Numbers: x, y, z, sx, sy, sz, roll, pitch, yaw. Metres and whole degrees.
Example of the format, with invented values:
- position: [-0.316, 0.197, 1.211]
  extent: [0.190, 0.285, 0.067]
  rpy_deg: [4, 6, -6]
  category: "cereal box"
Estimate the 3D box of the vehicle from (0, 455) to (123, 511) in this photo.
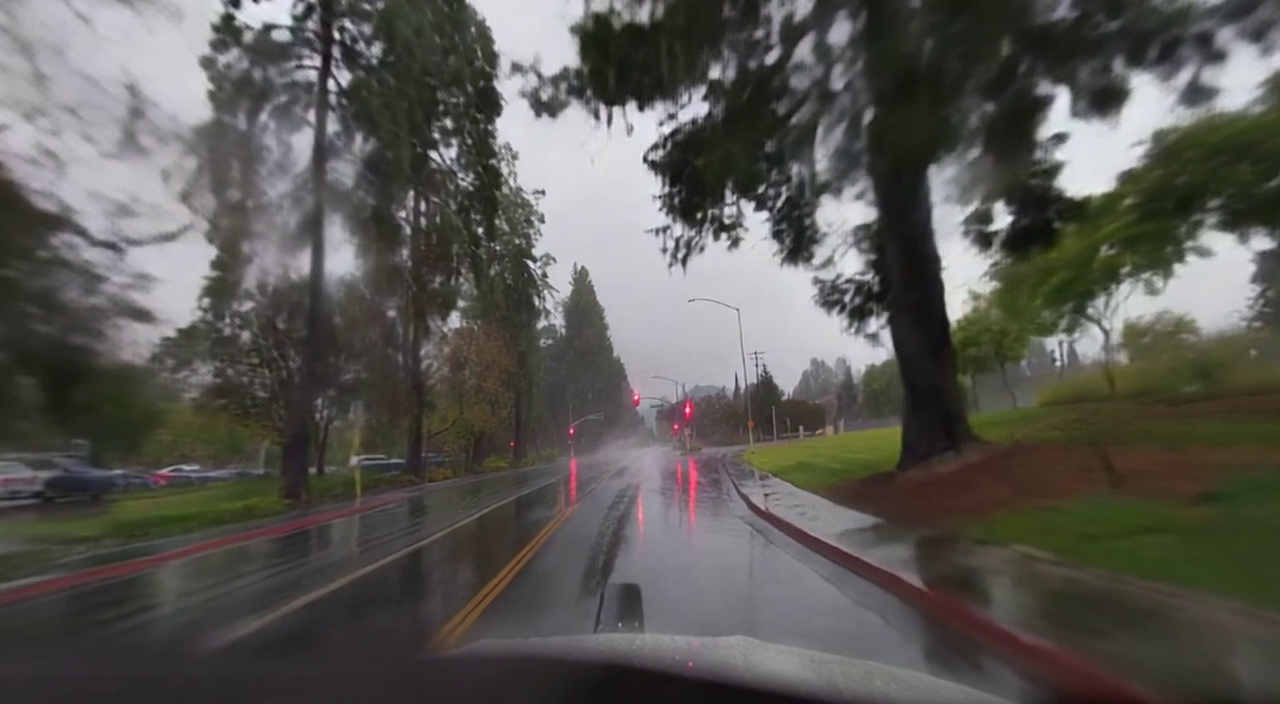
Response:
- position: [-20.748, 4.498, 21.636]
  extent: [4.344, 1.640, 2.016]
  rpy_deg: [5, -11, -43]
  category: "vehicle"
